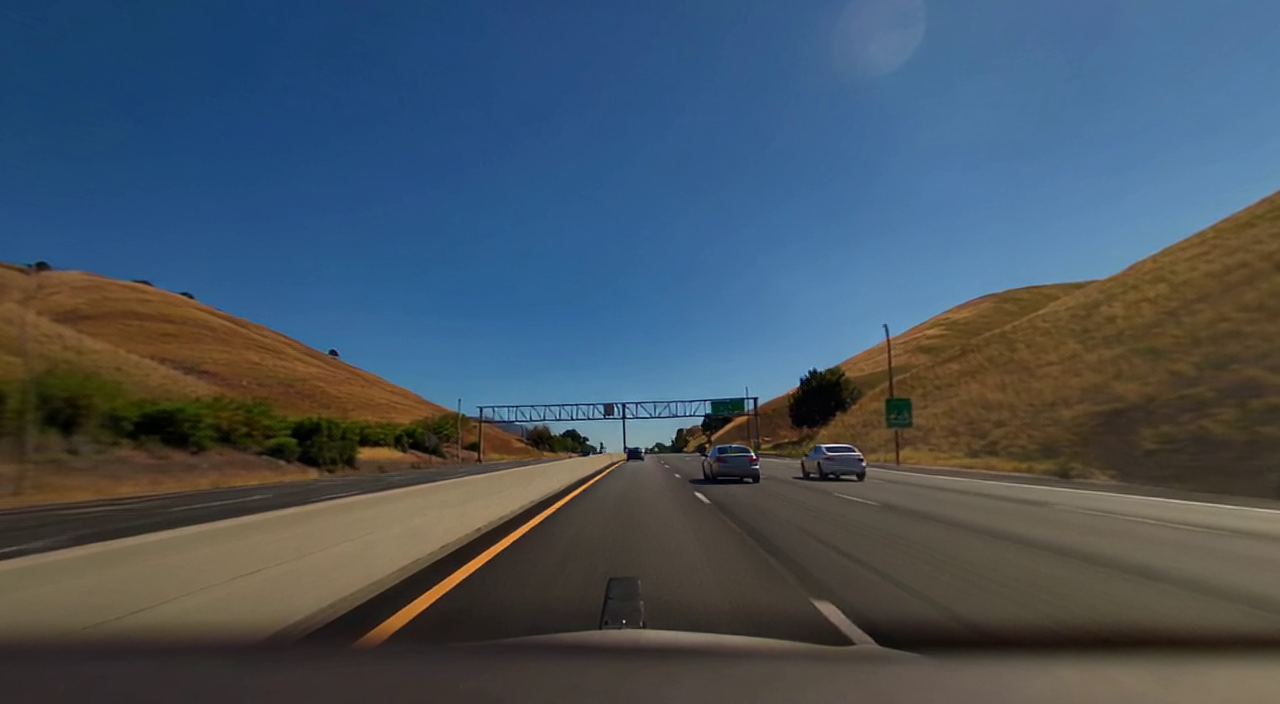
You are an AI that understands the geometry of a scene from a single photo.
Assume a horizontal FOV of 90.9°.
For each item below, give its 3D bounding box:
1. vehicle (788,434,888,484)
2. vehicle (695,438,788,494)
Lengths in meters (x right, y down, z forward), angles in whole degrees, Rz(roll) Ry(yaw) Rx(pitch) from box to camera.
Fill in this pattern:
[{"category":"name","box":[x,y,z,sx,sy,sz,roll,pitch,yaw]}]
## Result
[{"category":"vehicle","box":[6.807,3.725,22.283,1.988,1.530,4.777,0,-8,0]},{"category":"vehicle","box":[2.870,3.336,18.828,2.044,1.444,4.216,0,-8,-1]}]
